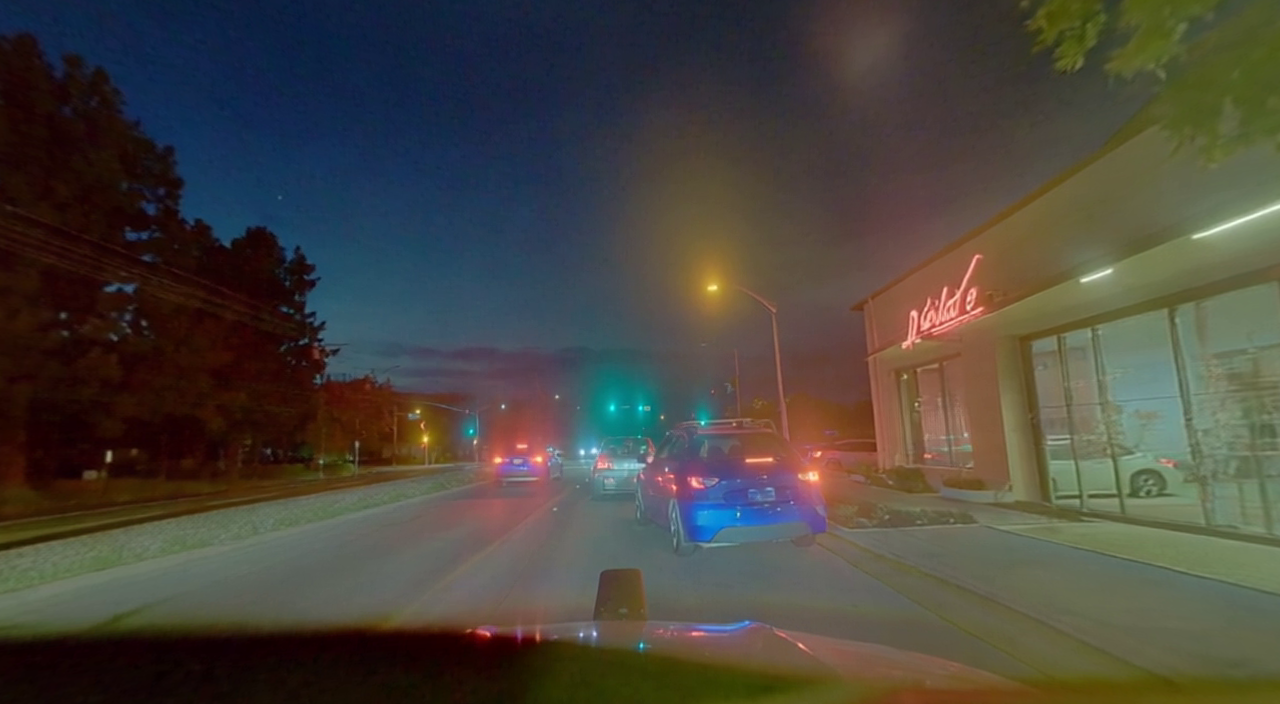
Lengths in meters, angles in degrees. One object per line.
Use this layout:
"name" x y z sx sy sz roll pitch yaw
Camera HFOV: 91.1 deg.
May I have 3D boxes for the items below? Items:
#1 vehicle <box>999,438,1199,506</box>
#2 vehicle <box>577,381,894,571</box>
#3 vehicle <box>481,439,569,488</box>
"vehicle" 12.245 3.201 16.960 3.871 1.525 1.835 -3 -9 0
"vehicle" 0.987 1.653 9.093 2.052 1.955 4.642 5 -10 -29
"vehicle" -3.722 3.689 21.178 2.026 1.466 4.282 0 -8 2
